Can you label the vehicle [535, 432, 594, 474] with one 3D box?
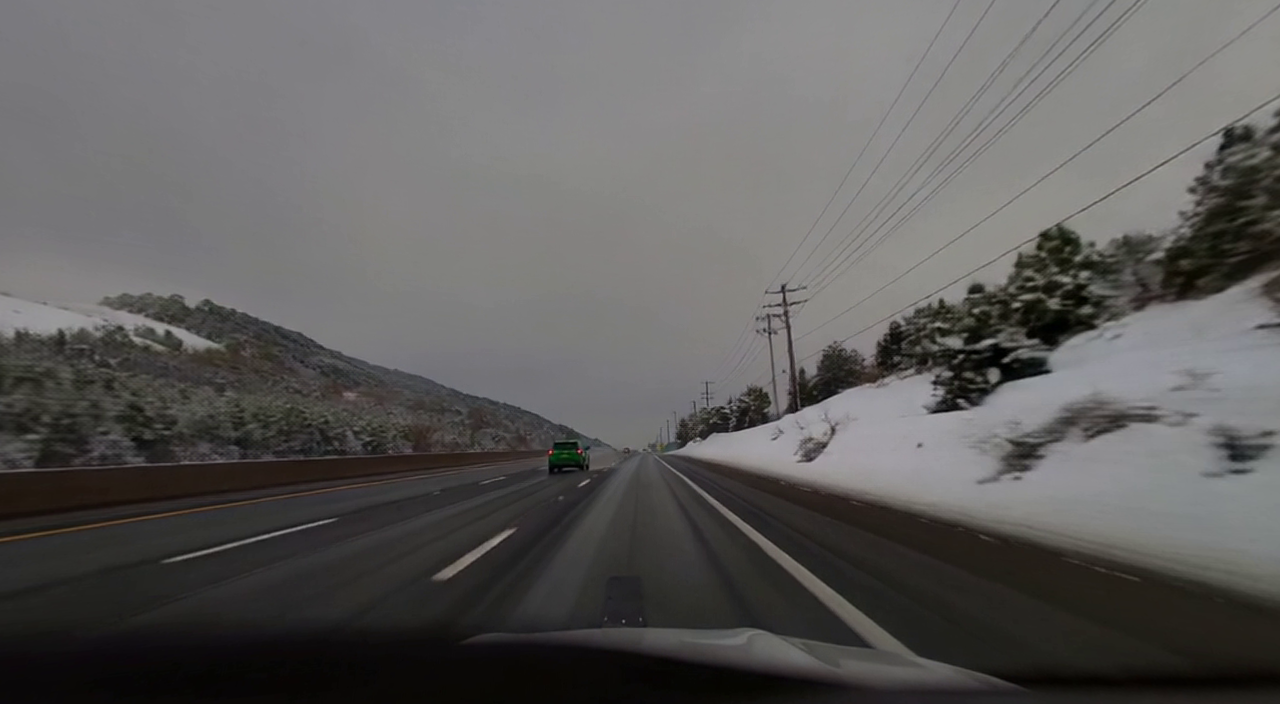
[{"bbox_3d":[-3.482,4.778,30.041,2.136,1.845,4.515,0,-8,1],"label":"vehicle"}]
